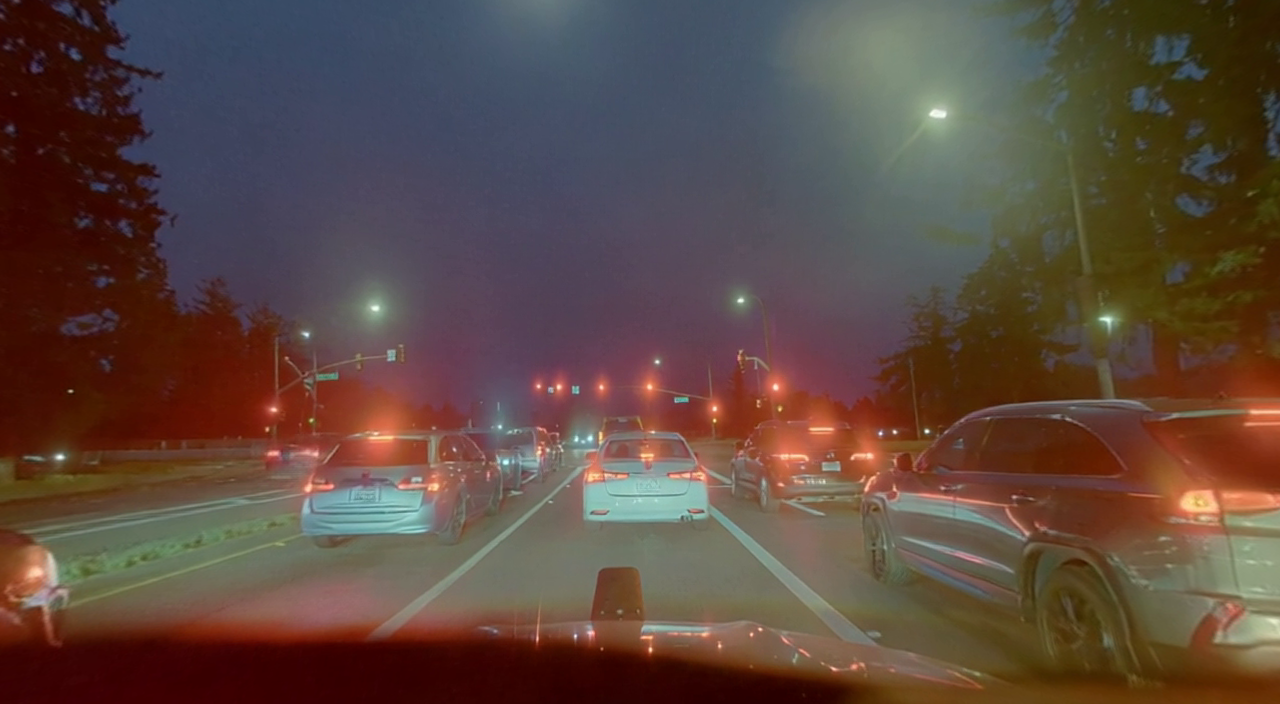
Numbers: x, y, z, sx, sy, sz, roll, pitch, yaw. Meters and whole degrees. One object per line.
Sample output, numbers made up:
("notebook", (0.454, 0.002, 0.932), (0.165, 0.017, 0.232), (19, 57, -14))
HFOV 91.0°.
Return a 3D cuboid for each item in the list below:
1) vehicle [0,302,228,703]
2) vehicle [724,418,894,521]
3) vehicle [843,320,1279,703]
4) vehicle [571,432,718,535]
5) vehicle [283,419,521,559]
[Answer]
("vehicle", (-3.194, 0.542, 0.979), (2.079, 1.756, 4.676), (0, -8, -3))
("vehicle", (3.061, 2.232, 12.445), (2.106, 1.667, 4.101), (0, -8, -2))
("vehicle", (3.150, 1.040, 4.144), (2.074, 1.685, 4.387), (0, -8, -1))
("vehicle", (-0.009, 2.135, 10.832), (2.076, 1.438, 3.770), (0, -8, -2))
("vehicle", (-3.070, 1.848, 9.275), (1.896, 1.546, 4.378), (0, -8, -1))
